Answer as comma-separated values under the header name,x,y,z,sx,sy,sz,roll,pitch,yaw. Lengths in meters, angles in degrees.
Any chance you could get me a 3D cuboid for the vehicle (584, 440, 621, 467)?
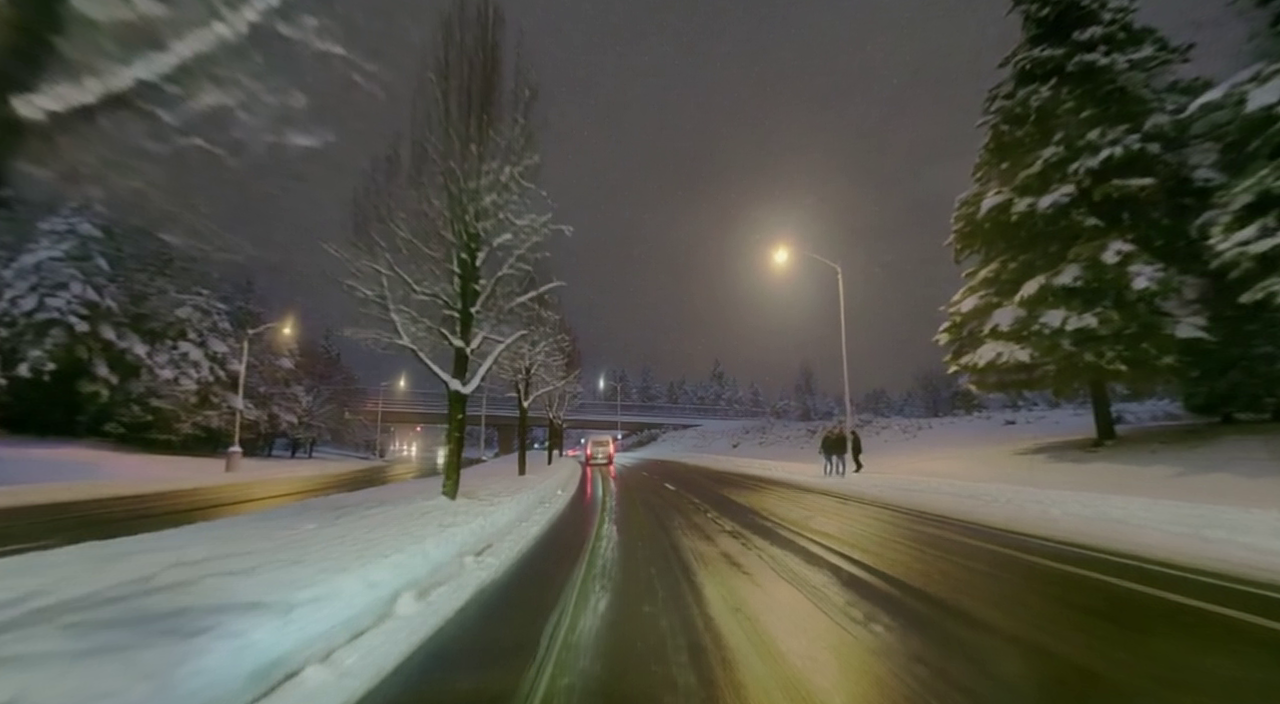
name,x,y,z,sx,sy,sz,roll,pitch,yaw
vehicle,-2.607,6.878,43.072,2.184,1.713,4.231,1,-9,-8
